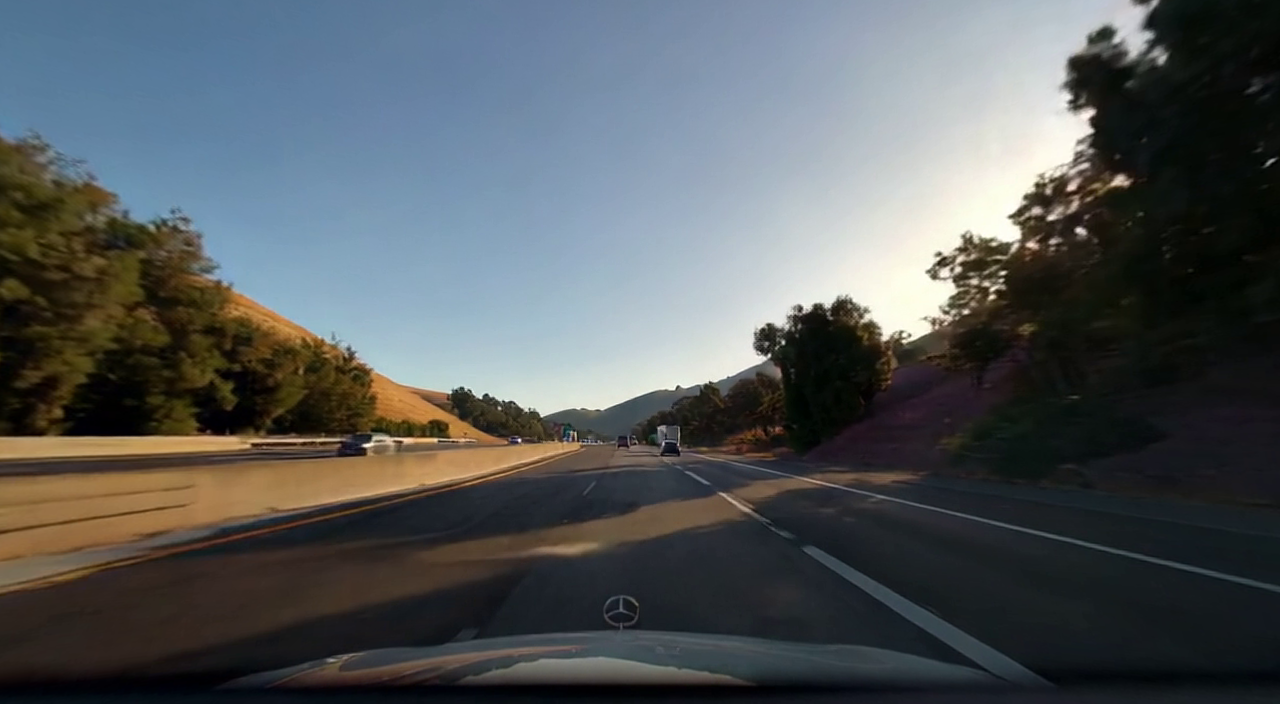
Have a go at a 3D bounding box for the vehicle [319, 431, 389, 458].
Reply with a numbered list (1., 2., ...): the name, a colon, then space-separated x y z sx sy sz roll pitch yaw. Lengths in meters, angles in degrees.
1. vehicle: -16.850 5.450 37.331 2.007 1.465 4.626 0 -8 -1
